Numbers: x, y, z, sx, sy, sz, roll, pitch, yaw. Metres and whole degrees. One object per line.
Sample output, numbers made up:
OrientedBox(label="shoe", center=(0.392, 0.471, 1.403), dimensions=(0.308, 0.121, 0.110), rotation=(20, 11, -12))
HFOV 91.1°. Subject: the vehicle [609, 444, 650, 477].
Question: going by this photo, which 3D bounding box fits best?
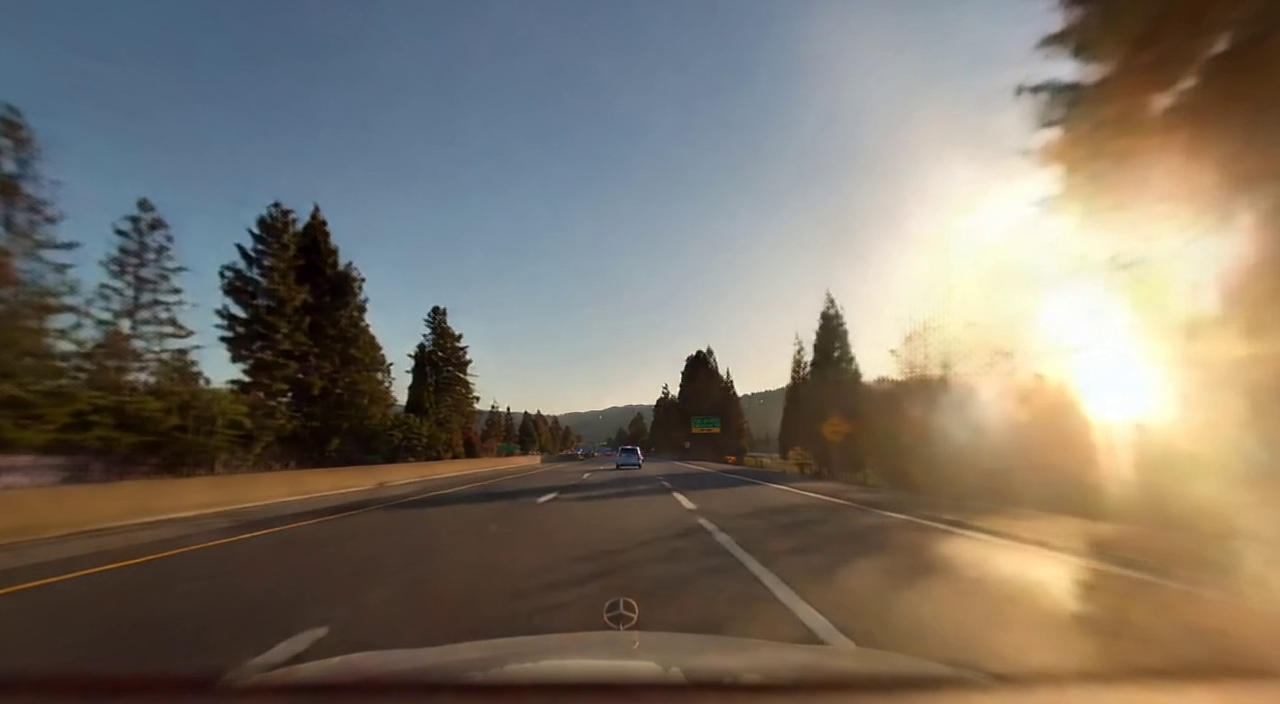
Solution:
OrientedBox(label="vehicle", center=(-0.516, 6.002, 35.080), dimensions=(2.120, 1.715, 4.153), rotation=(0, -9, 1))
